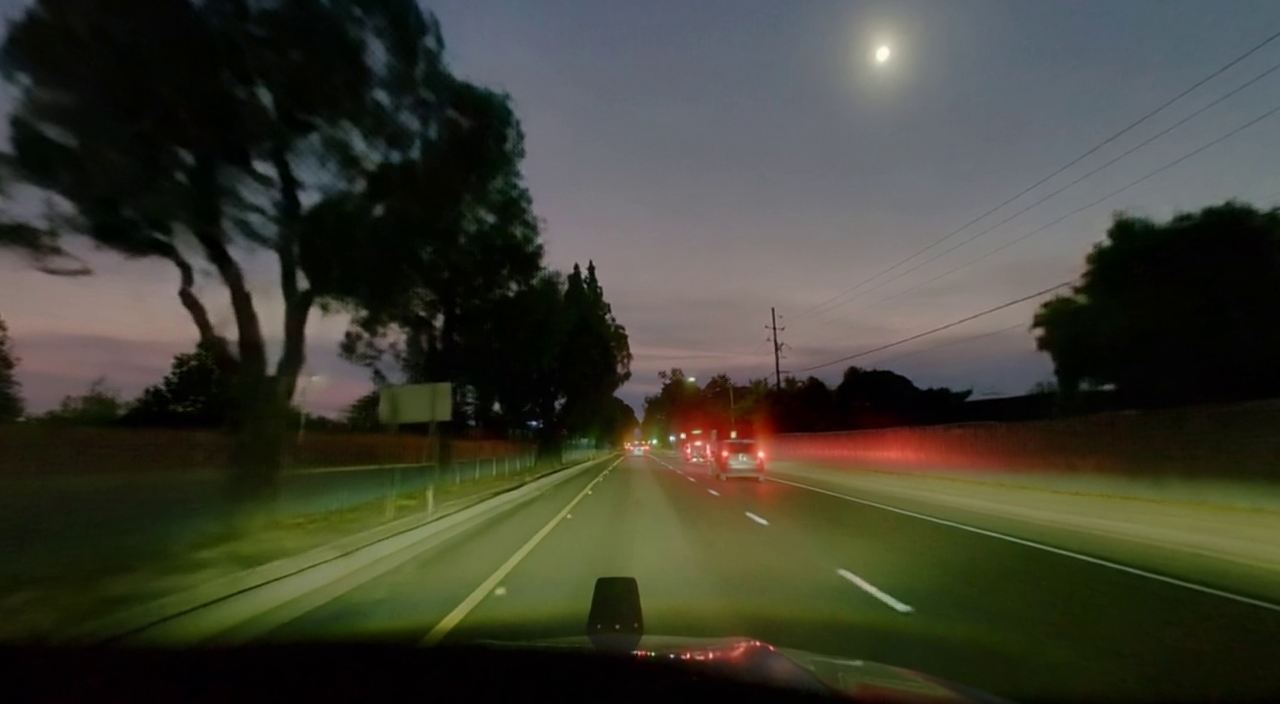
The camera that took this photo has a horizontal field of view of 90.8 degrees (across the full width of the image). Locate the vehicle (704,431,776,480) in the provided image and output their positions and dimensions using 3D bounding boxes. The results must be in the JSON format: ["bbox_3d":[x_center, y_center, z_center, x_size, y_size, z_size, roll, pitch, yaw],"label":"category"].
[{"bbox_3d":[4.024,4.280,26.317,2.112,1.825,4.574,0,-8,-2],"label":"vehicle"}]

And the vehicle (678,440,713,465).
[{"bbox_3d":[3.794,6.975,43.870,2.012,1.653,4.115,0,-8,-1],"label":"vehicle"}]
